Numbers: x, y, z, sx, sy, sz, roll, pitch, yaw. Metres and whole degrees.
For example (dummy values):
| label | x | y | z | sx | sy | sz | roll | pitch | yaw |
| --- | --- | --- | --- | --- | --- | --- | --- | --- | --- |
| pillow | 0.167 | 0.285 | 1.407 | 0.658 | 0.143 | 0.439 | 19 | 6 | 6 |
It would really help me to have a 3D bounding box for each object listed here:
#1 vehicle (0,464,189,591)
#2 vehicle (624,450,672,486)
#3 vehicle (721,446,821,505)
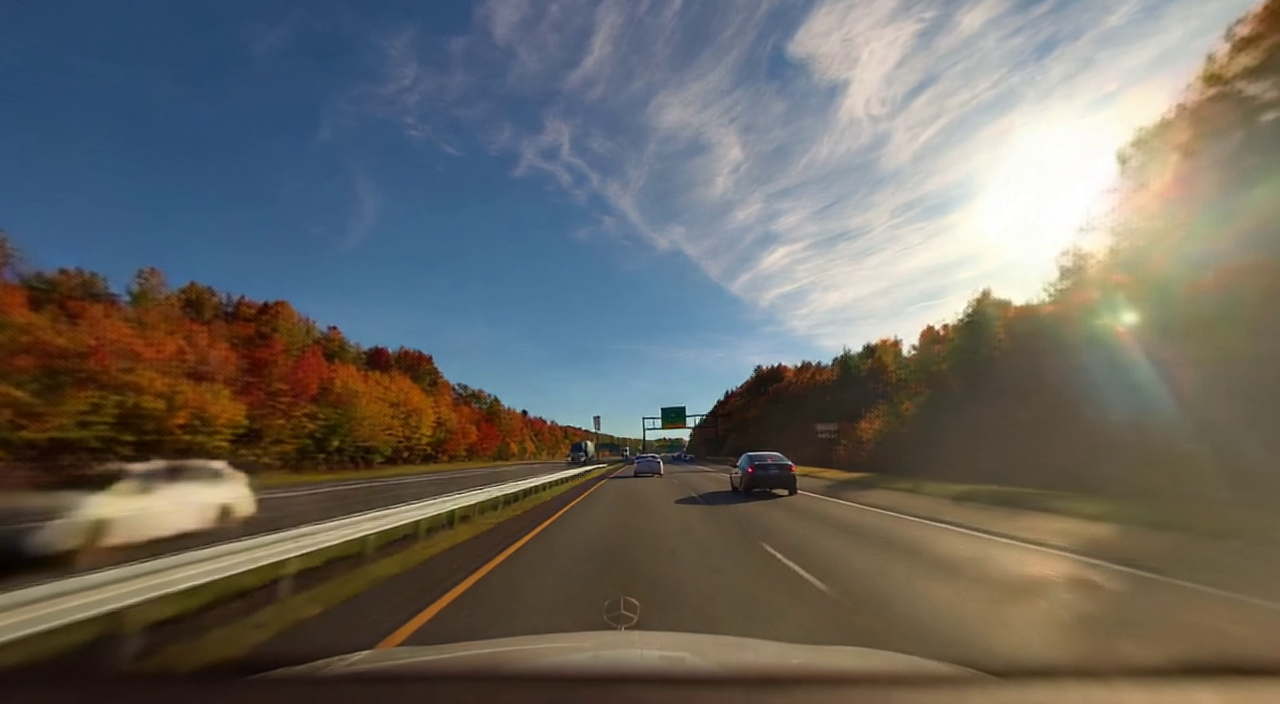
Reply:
| label | x | y | z | sx | sy | sz | roll | pitch | yaw |
| --- | --- | --- | --- | --- | --- | --- | --- | --- | --- |
| vehicle | -8.867 | 2.365 | 8.728 | 1.839 | 1.487 | 4.458 | 0 | -9 | 0 |
| vehicle | 0.364 | 5.380 | 29.495 | 2.070 | 1.546 | 4.648 | 0 | -9 | 1 |
| vehicle | 3.845 | 3.696 | 19.176 | 2.119 | 1.557 | 4.163 | 0 | -9 | -1 |
